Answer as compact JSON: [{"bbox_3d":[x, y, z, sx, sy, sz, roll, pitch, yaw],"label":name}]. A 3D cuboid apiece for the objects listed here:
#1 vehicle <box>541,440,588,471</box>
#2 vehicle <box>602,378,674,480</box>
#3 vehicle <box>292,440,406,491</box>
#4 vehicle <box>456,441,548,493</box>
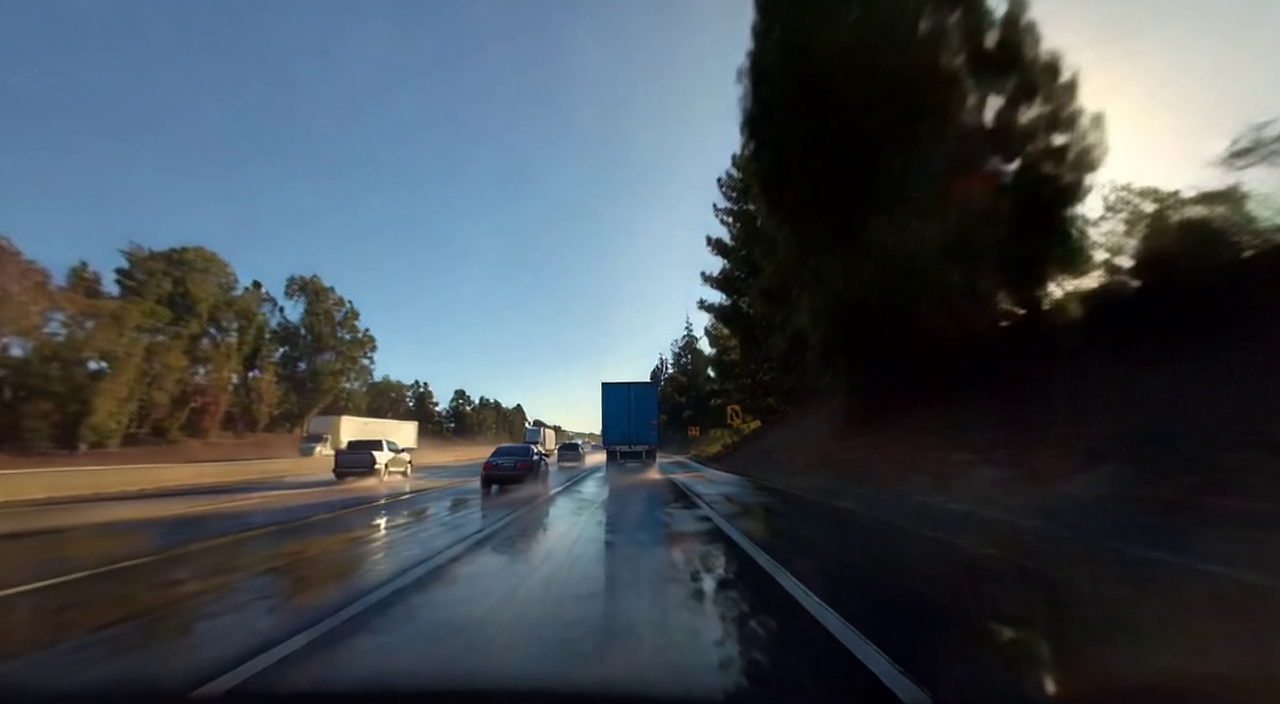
[{"bbox_3d":[-4.267,5.913,36.174,2.158,1.680,4.087,0,-8,1],"label":"vehicle"},{"bbox_3d":[-0.356,3.860,30.919,2.913,4.113,10.724,0,-8,-3],"label":"vehicle"},{"bbox_3d":[-9.943,3.870,21.940,1.952,1.590,4.090,-1,-8,1],"label":"vehicle"},{"bbox_3d":[-4.524,3.819,21.317,2.164,1.582,3.979,0,-8,1],"label":"vehicle"}]
